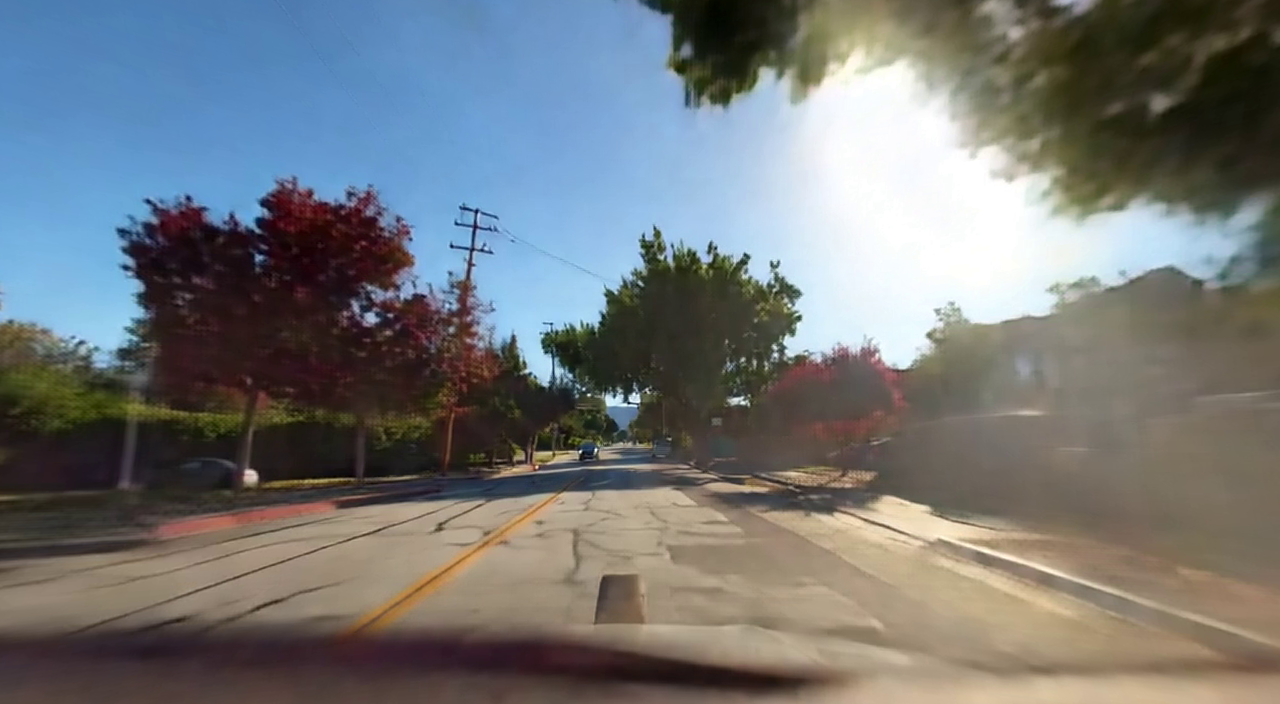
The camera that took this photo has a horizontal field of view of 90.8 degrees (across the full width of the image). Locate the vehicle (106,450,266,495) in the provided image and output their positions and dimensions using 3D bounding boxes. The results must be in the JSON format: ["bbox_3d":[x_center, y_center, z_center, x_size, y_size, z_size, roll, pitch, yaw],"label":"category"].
[{"bbox_3d":[-18.627,4.941,26.117,4.874,1.675,2.197,0,-9,-1],"label":"vehicle"}]
